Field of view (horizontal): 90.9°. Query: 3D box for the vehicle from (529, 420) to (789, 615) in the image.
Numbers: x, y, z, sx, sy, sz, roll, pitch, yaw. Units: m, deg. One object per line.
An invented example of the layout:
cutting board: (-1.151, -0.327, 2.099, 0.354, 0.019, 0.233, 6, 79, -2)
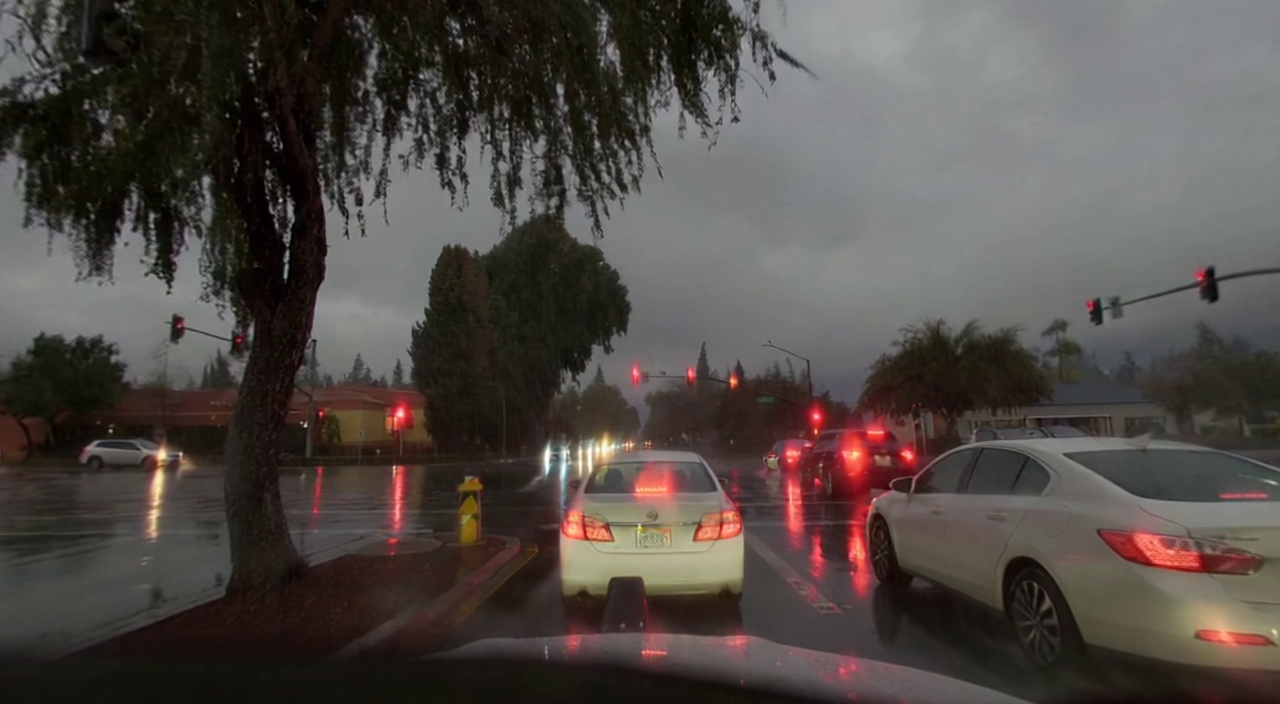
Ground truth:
vehicle: (0.105, 1.563, 6.870, 2.017, 1.485, 3.813, 0, -8, -1)

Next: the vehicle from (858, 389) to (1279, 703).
vehicle: (3.174, 1.126, 3.894, 1.931, 1.493, 4.555, 0, -8, -1)

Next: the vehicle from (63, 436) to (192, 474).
vehicle: (-24.279, 4.872, 29.991, 4.450, 1.684, 1.894, 0, -8, 0)
